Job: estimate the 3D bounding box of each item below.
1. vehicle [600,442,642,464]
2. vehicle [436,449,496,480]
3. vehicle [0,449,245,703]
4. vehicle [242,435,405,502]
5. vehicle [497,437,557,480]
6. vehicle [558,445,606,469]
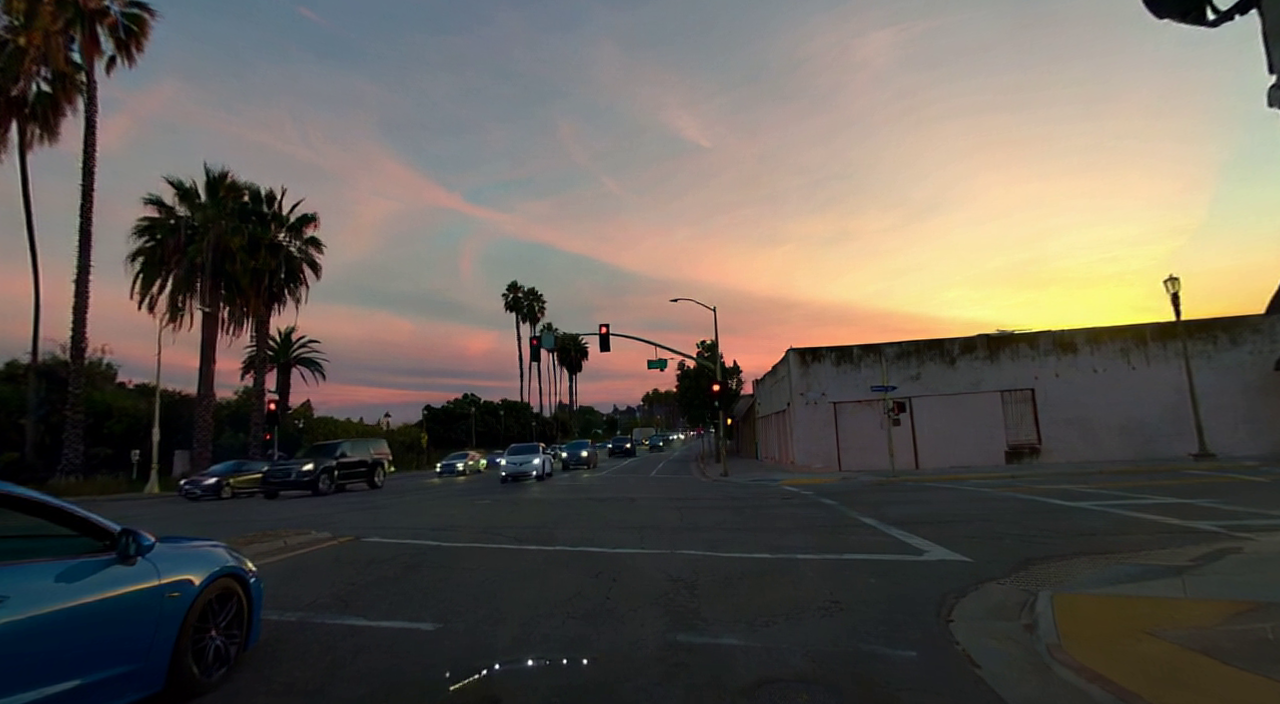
[{"bbox_3d":[-1.431,7.919,49.524,2.072,1.613,4.386,-3,-9,15],"label":"vehicle"},{"bbox_3d":[-11.170,7.223,40.913,1.870,1.705,4.426,-7,-10,11],"label":"vehicle"},{"bbox_3d":[-3.712,1.020,2.245,1.850,1.325,4.295,0,-9,0],"label":"vehicle"},{"bbox_3d":[-9.745,3.632,20.150,2.152,1.825,5.406,-1,-9,3],"label":"vehicle"},{"bbox_3d":[-4.873,4.678,27.916,2.092,1.709,4.775,0,-9,-4],"label":"vehicle"},{"bbox_3d":[-3.759,6.925,41.935,1.839,1.468,4.549,-2,-9,13],"label":"vehicle"}]
